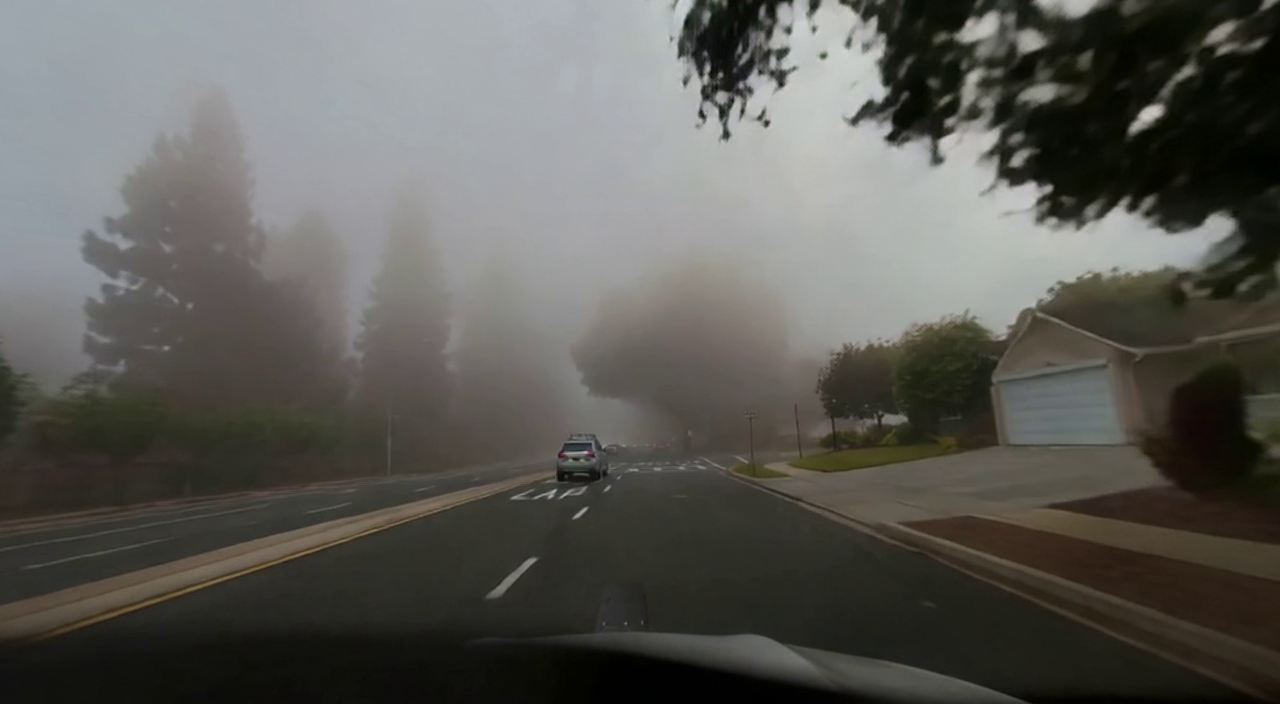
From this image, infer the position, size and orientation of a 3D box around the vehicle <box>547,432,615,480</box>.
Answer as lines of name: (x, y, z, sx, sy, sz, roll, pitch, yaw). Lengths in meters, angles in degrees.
vehicle: (-2.262, 4.155, 25.415, 2.190, 1.766, 4.394, 0, -8, 2)
